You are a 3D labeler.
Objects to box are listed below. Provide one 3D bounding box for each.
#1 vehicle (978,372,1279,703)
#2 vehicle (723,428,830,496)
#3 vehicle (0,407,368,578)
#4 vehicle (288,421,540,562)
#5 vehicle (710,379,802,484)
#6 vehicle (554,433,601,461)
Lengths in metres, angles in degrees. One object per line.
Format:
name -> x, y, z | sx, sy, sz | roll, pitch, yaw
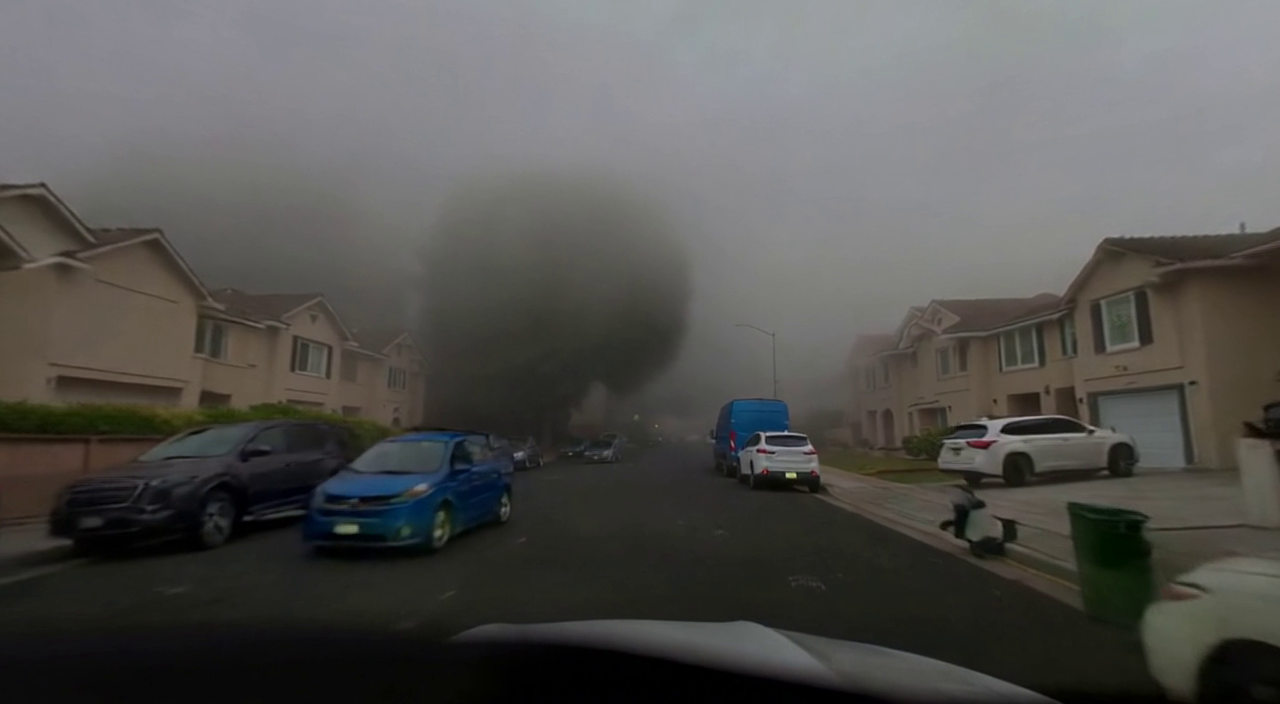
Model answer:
vehicle -> 2.850, 0.719, 1.117 | 2.052, 1.499, 4.699 | 0, -8, 2
vehicle -> 3.346, 2.754, 16.345 | 1.955, 1.500, 4.410 | 0, -8, 2
vehicle -> -5.841, 1.731, 8.881 | 1.872, 1.670, 4.428 | -4, -7, 3
vehicle -> -2.765, 1.764, 8.786 | 1.889, 1.505, 3.849 | -1, -8, 4
vehicle -> 3.779, 2.761, 21.891 | 2.317, 3.096, 6.383 | -1, -8, 3
vehicle -> -3.632, 5.618, 37.481 | 1.941, 1.515, 3.995 | -1, -8, 7
